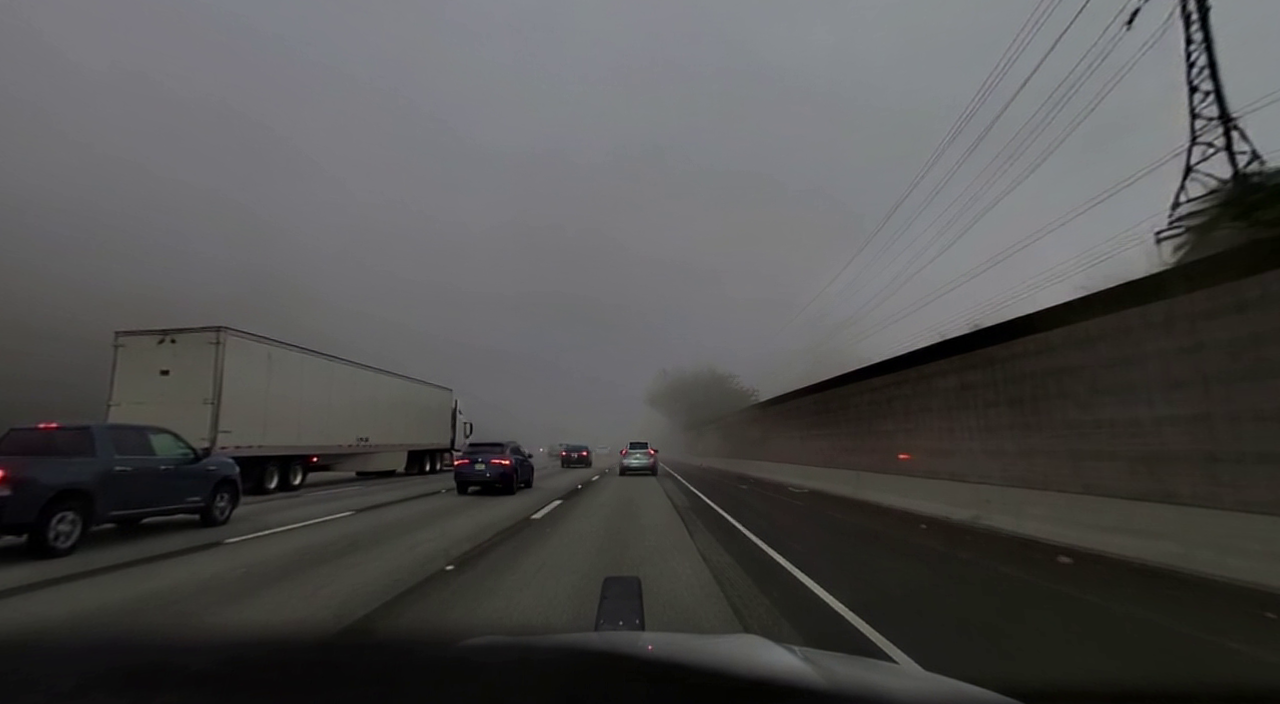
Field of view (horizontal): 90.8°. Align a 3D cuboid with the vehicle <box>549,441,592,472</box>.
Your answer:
[{"bbox_3d":[-4.062,6.194,37.667,1.976,1.705,4.176,0,-9,1],"label":"vehicle"}]

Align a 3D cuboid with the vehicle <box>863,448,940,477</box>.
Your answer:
[{"bbox_3d":[14.093,5.965,34.395,2.027,1.478,4.849,0,-9,-1],"label":"vehicle"}]

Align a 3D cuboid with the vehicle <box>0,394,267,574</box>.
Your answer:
[{"bbox_3d":[-7.593,1.658,8.459,2.054,1.825,5.072,0,-9,0],"label":"vehicle"}]

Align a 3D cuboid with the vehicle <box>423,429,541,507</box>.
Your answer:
[{"bbox_3d":[-3.864,2.912,16.302,1.923,1.716,4.289,0,-9,0],"label":"vehicle"}]

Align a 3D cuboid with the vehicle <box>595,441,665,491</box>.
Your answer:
[{"bbox_3d":[-0.321,3.726,20.900,2.089,1.477,3.818,0,-9,-1],"label":"vehicle"}]

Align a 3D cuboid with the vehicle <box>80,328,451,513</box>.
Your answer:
[{"bbox_3d":[-10.647,2.710,22.139,2.892,4.073,16.528,0,-9,0],"label":"vehicle"}]
